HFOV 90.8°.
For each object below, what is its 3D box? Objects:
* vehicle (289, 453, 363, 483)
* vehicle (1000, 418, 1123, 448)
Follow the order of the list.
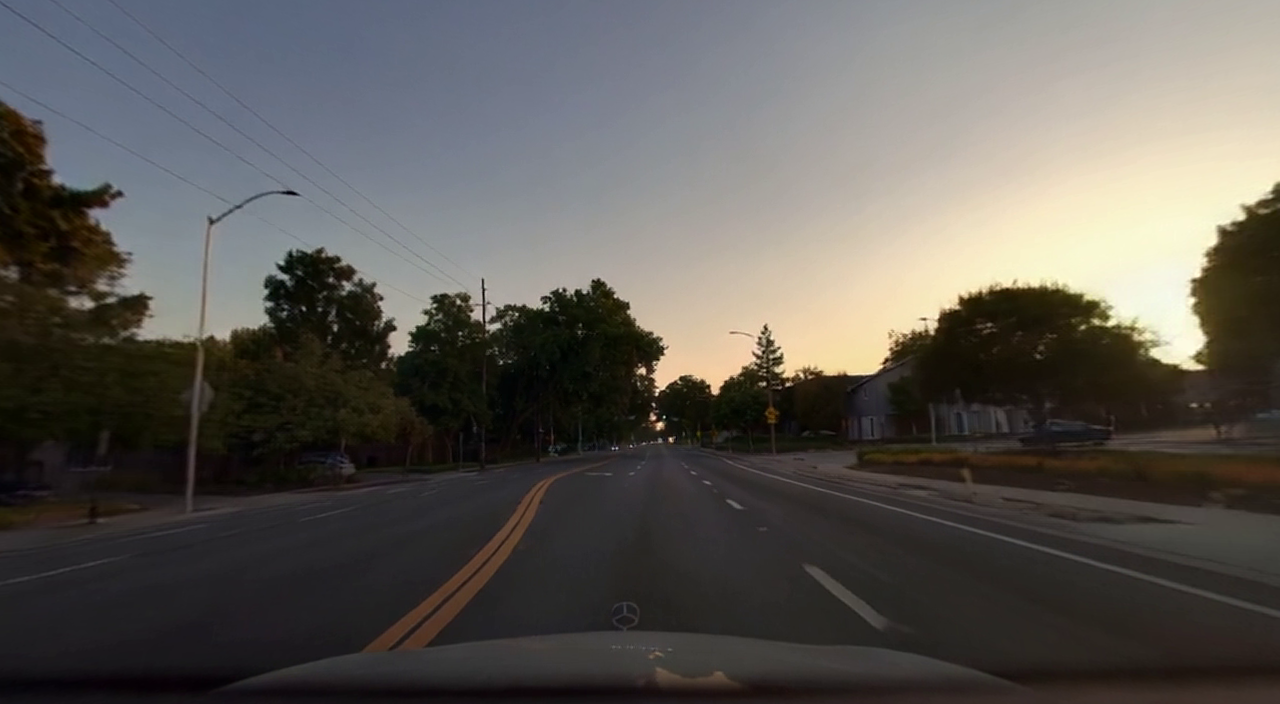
[{"bbox_3d":[-20.403,7.528,41.278,2.030,1.759,4.949,-1,-9,4],"label":"vehicle"},{"bbox_3d":[20.483,3.996,30.868,4.621,1.393,1.824,-1,-9,4],"label":"vehicle"}]
